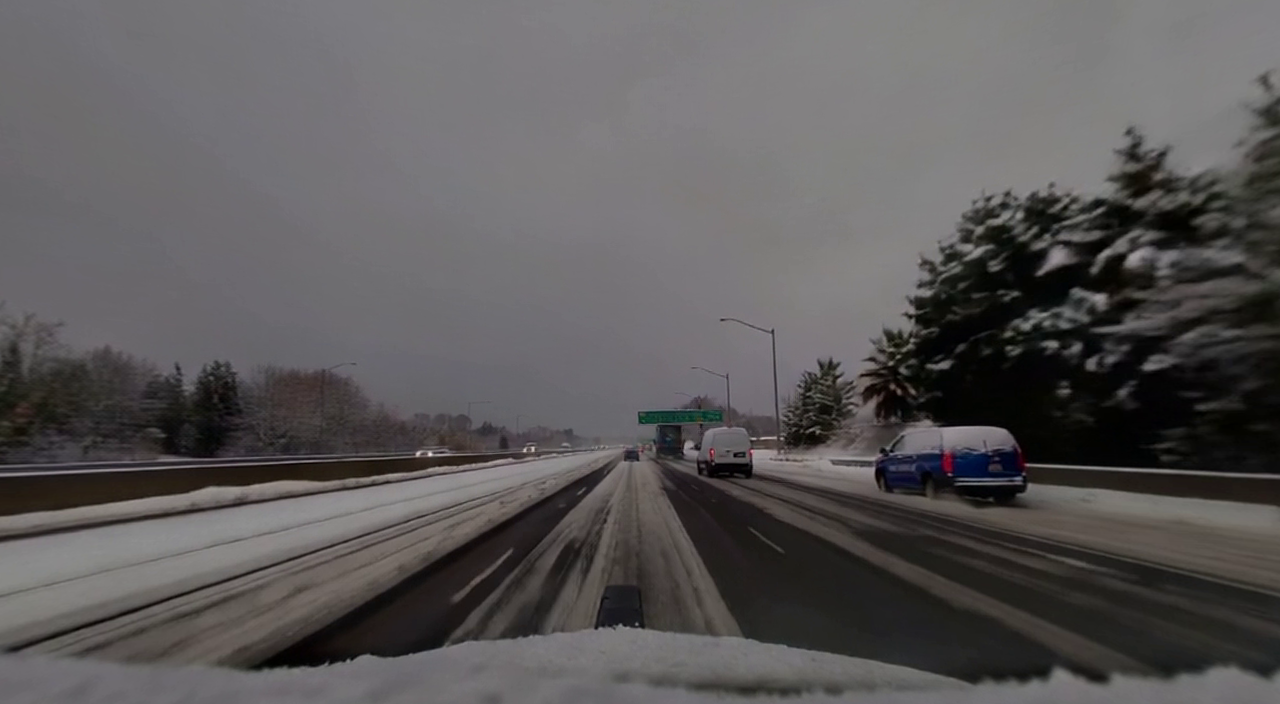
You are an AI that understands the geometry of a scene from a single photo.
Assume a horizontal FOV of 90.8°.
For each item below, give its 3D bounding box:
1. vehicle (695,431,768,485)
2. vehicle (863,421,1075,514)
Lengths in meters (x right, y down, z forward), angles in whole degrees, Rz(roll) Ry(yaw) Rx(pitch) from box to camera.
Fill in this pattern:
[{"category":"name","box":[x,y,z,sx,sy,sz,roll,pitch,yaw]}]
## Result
[{"category":"vehicle","box":[3.494,4.166,25.132,2.035,1.931,4.841,0,-9,-2]},{"category":"vehicle","box":[7.406,2.658,15.032,2.266,1.799,4.947,0,-9,-1]}]
